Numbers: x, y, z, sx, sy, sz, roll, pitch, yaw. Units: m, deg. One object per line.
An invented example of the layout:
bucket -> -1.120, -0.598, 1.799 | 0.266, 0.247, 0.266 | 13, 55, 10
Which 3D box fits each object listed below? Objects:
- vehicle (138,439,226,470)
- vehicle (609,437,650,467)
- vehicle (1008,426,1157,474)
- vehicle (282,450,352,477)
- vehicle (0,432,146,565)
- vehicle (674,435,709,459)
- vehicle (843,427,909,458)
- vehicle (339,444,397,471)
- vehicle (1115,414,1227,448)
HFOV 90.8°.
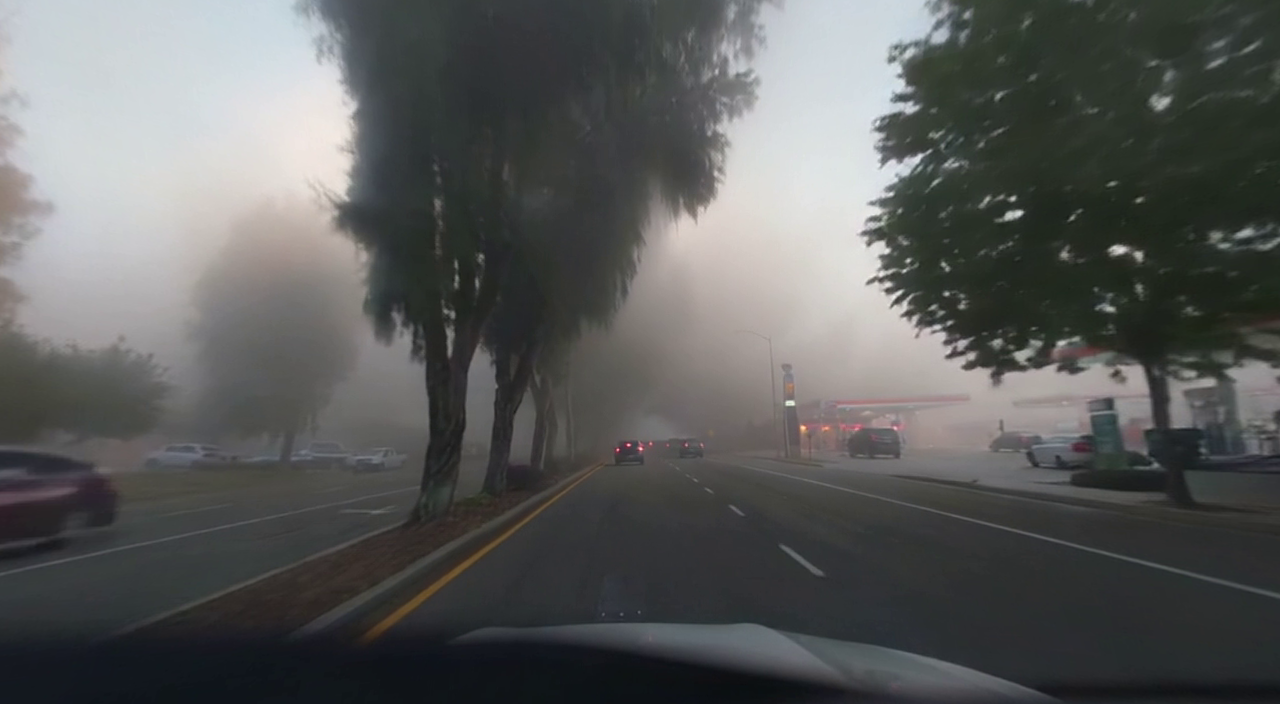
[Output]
vehicle -> -31.928, 7.150, 44.159 | 4.384, 2.079, 2.066 | 1, -9, -4
vehicle -> -0.552, 5.326, 33.739 | 2.052, 1.488, 3.779 | 0, -8, 0
vehicle -> 15.252, 3.423, 22.175 | 2.001, 1.479, 4.696 | 0, -8, 3
vehicle -> -18.903, 6.535, 37.216 | 1.797, 1.461, 4.536 | 0, -8, 0
vehicle -> -9.244, 1.892, 8.207 | 2.121, 1.677, 4.324 | 0, -8, 0
vehicle -> 4.067, 7.353, 49.120 | 2.117, 1.757, 4.969 | -2, -9, 12
vehicle -> 15.269, 5.908, 41.264 | 2.368, 1.868, 4.724 | 0, -8, -1
vehicle -> -18.908, 7.351, 44.126 | 2.004, 1.758, 4.594 | 0, -8, 0
vehicle -> 33.627, 5.100, 40.274 | 2.355, 2.034, 5.438 | 0, -8, 0
